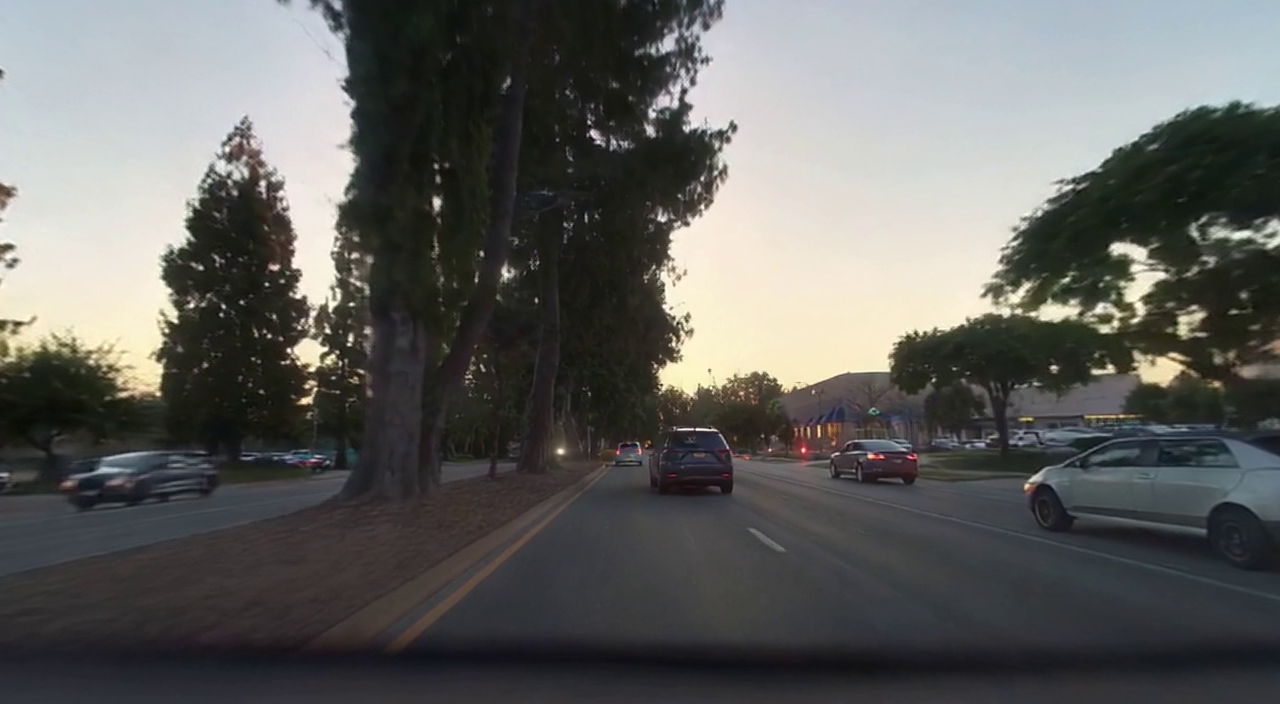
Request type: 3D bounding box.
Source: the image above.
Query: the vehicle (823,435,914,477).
[{"bbox_3d":[9.120,4.182,25.658,1.894,1.517,4.419,0,-8,-2],"label":"vehicle"}]

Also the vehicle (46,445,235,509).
[{"bbox_3d":[-16.068,3.998,20.822,2.124,1.802,5.097,0,-8,-1],"label":"vehicle"}]

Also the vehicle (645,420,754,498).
[{"bbox_3d":[1.459,2.955,17.826,2.300,1.870,4.936,0,-8,-3],"label":"vehicle"}]

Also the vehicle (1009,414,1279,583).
[{"bbox_3d":[6.676,1.568,7.428,1.994,1.488,4.313,0,-8,-1],"label":"vehicle"}]

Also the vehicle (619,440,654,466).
[{"bbox_3d":[-0.220,6.171,38.792,2.050,1.504,4.024,0,-8,-1],"label":"vehicle"}]
